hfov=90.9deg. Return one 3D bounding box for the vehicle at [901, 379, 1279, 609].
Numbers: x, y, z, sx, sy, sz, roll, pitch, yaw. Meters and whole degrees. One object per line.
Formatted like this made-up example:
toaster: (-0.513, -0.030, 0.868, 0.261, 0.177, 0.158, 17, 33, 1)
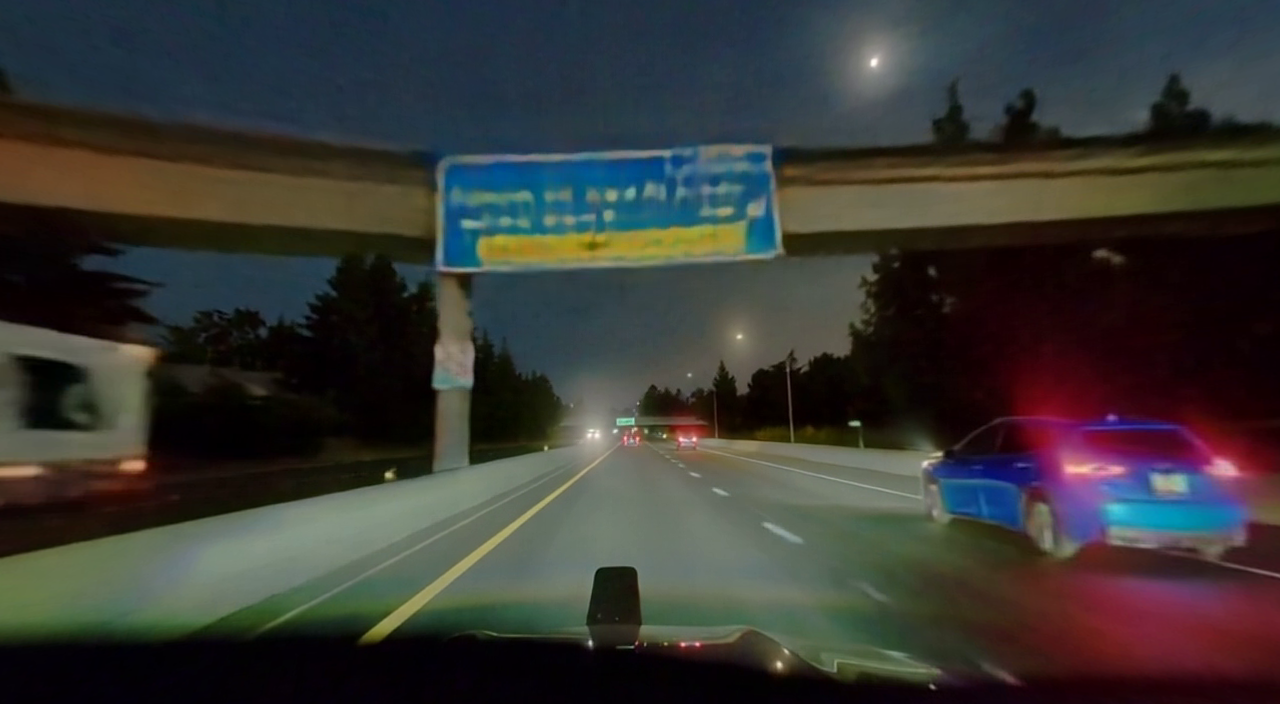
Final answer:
vehicle: (4.723, 1.302, 6.668, 2.073, 1.651, 4.065, 0, -8, -2)
